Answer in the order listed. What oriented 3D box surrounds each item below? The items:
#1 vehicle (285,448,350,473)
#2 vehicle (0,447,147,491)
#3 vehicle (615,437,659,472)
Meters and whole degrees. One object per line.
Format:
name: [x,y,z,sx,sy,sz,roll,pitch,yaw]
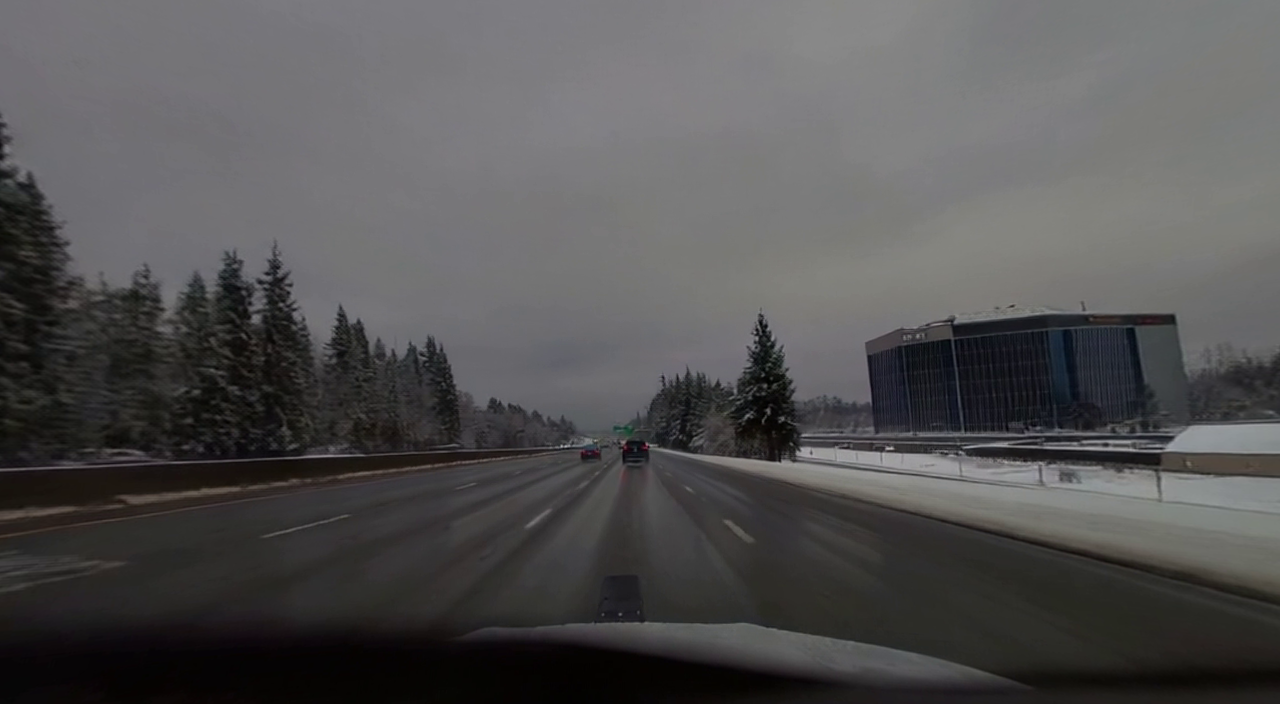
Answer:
vehicle: [-22.759,7.667,44.646,2.030,1.605,4.975,0,-8,0]
vehicle: [-26.508,5.398,29.636,2.029,1.816,5.563,0,-8,0]
vehicle: [-0.190,5.764,35.547,2.302,1.810,4.707,0,-8,-1]
